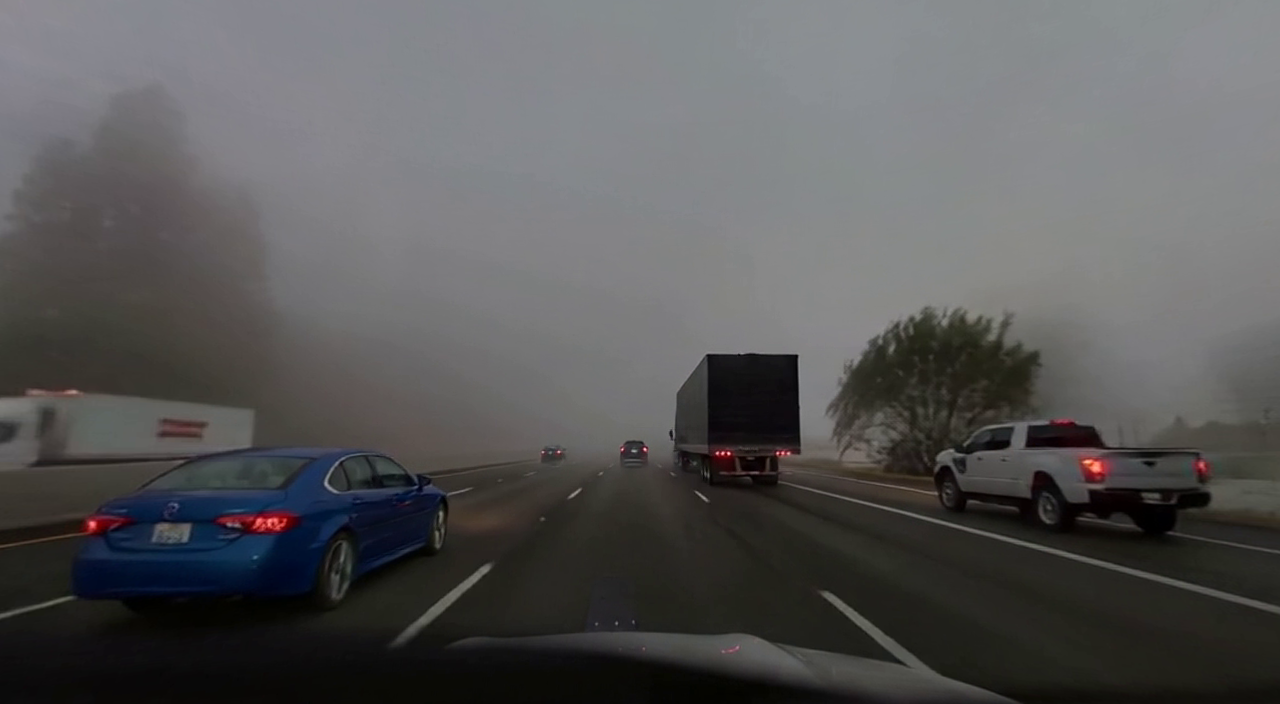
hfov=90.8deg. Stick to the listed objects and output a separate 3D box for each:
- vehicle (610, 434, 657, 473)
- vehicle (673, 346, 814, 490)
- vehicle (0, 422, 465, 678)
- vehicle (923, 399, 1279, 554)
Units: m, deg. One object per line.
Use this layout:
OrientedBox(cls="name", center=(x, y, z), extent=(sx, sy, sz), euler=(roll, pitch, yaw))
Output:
OrientedBox(cls="vehicle", center=(-0.338, 5.157, 32.224), extent=(2.203, 1.805, 4.358), euler=(0, -9, -1))
OrientedBox(cls="vehicle", center=(3.310, 2.988, 25.422), extent=(2.876, 4.086, 15.117), euler=(0, -9, -1))
OrientedBox(cls="vehicle", center=(-3.199, 1.454, 5.849), extent=(1.864, 1.406, 4.544), euler=(0, -9, 0))
OrientedBox(cls="vehicle", center=(6.909, 1.868, 10.155), extent=(2.106, 1.795, 5.489), euler=(0, -9, -1))
